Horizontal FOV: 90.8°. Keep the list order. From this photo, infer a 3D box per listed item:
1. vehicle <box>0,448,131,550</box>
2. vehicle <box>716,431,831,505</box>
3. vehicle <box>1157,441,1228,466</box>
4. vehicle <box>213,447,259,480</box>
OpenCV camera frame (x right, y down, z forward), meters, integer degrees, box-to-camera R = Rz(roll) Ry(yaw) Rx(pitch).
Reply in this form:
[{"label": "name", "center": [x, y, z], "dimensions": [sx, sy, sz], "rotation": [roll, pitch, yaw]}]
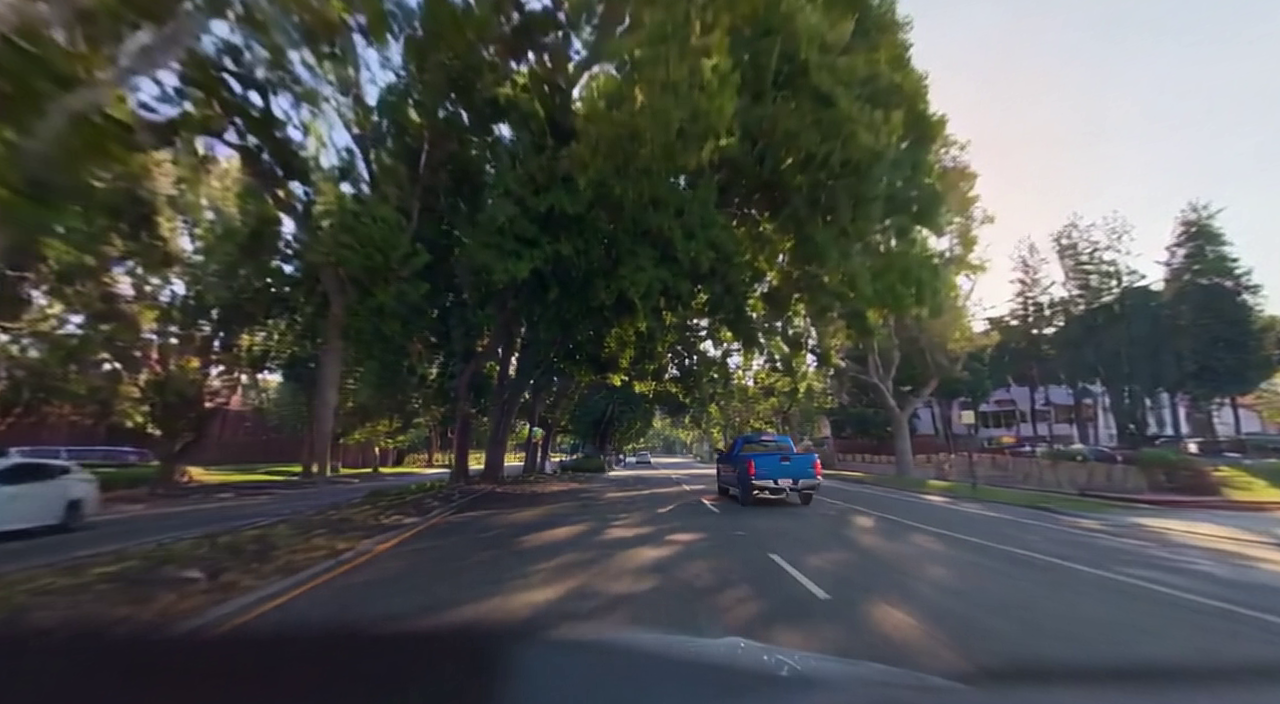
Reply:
[{"label": "vehicle", "center": [-12.564, 2.704, 11.751], "dimensions": [2.126, 1.800, 4.925], "rotation": [0, -9, -2]}, {"label": "vehicle", "center": [3.696, 3.331, 18.642], "dimensions": [2.138, 1.836, 5.245], "rotation": [0, -9, -1]}, {"label": "vehicle", "center": [38.517, 7.094, 44.189], "dimensions": [1.992, 1.630, 4.326], "rotation": [-2, -9, 16]}, {"label": "vehicle", "center": [-30.478, 8.422, 47.740], "dimensions": [2.165, 2.265, 2.041], "rotation": [-2, -10, -7]}]
